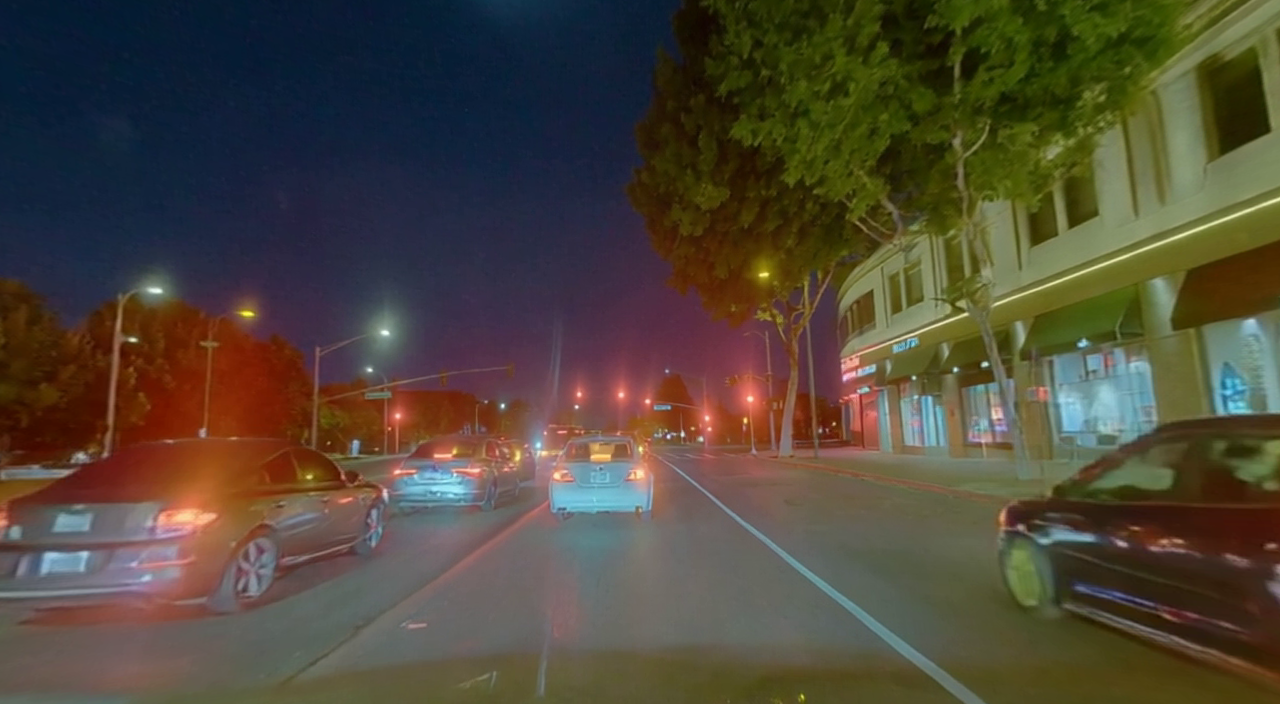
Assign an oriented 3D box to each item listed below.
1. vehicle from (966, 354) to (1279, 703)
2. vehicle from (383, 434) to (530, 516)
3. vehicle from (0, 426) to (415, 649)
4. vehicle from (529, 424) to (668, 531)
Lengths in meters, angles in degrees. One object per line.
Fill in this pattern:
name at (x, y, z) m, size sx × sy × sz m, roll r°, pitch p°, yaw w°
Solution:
vehicle at (3.752, 0.884, 2.977) m, size 2.097 × 1.651 × 4.300 m, roll 0°, pitch -9°, yaw 0°
vehicle at (-3.744, 2.576, 13.737) m, size 1.950 × 1.487 × 4.130 m, roll 0°, pitch -9°, yaw 0°
vehicle at (-4.138, 1.566, 6.483) m, size 2.020 × 1.457 × 4.496 m, roll 0°, pitch -9°, yaw 0°
vehicle at (-0.632, 2.142, 11.342) m, size 2.042 × 1.555 × 3.912 m, roll 0°, pitch -9°, yaw -1°
